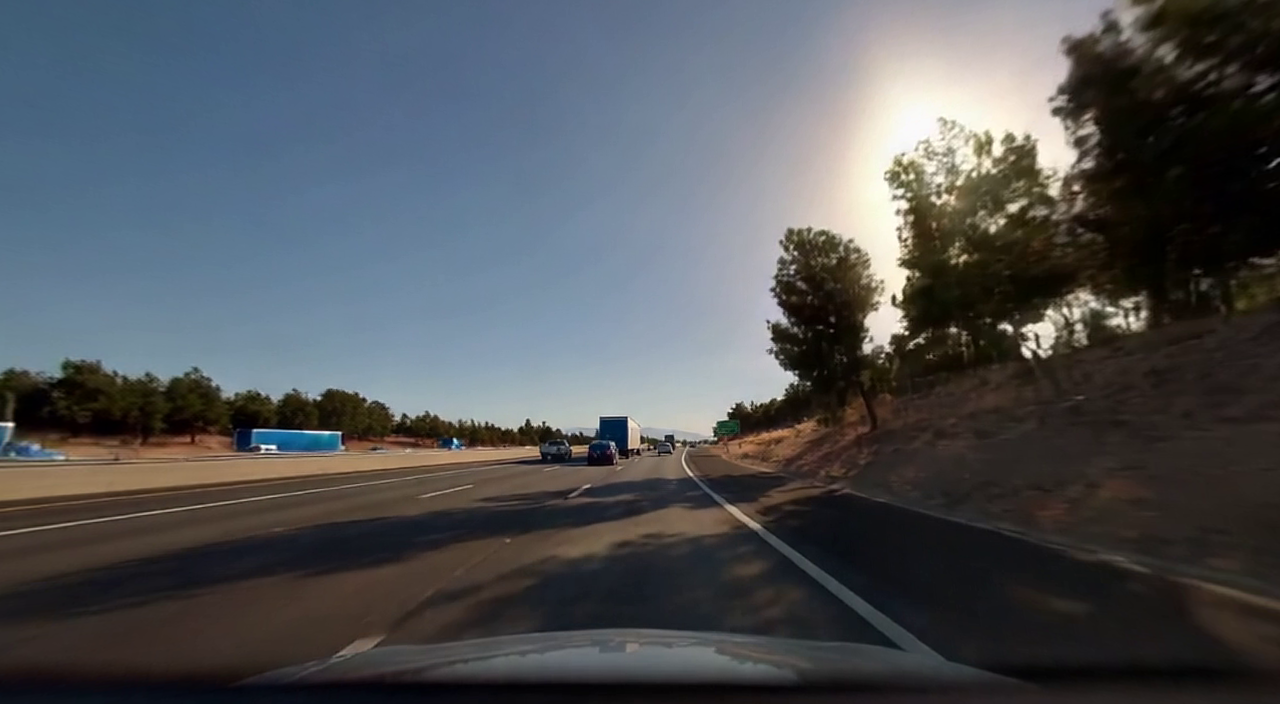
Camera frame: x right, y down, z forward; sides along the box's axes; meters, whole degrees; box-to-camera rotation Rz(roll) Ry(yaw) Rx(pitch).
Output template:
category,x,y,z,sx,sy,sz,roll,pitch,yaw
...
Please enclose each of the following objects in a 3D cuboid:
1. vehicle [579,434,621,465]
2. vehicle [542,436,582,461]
category,x,y,z,sx,sy,sz,roll,pitch,yaw
vehicle,-2.401,5.963,38.548,2.194,1.766,3.720,0,-9,3
vehicle,-5.740,7.160,46.633,2.078,1.729,4.722,0,-9,3
